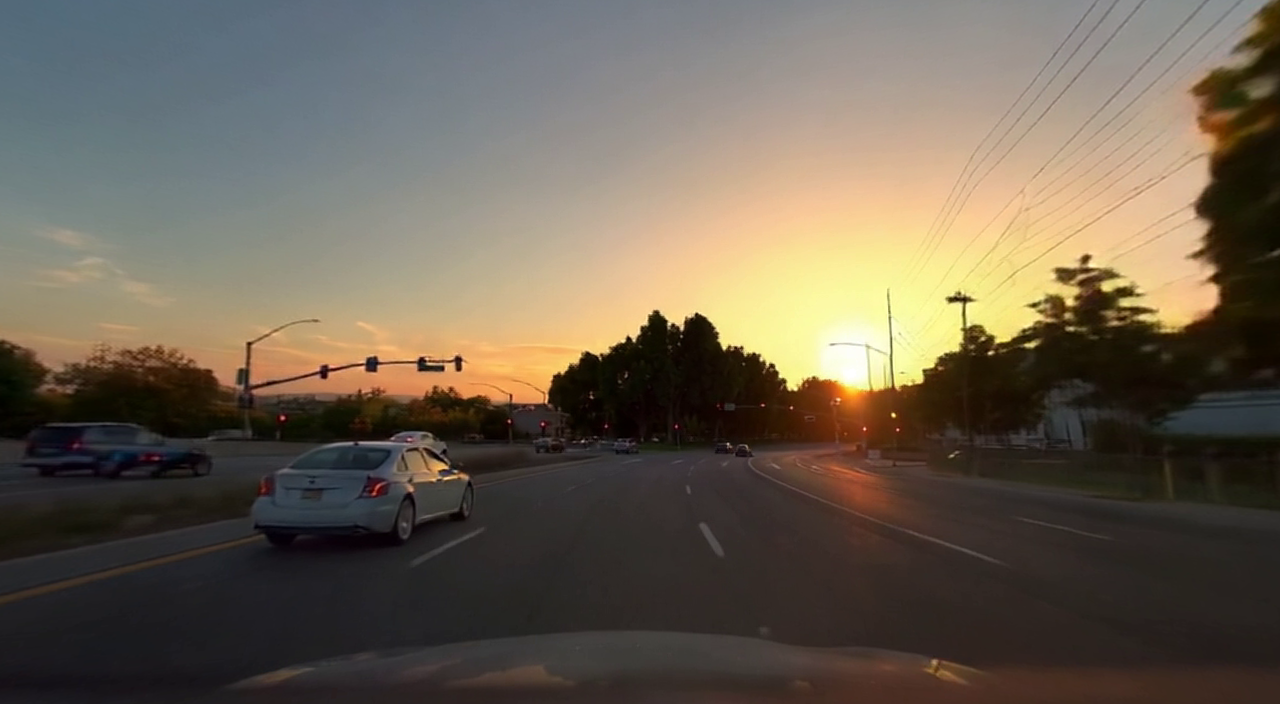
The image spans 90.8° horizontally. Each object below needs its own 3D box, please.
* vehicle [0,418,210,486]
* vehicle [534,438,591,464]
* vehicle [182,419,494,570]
[{"bbox_3d":[-13.524,2.535,16.116,1.984,1.488,4.258,0,-9,2],"label":"vehicle"},{"bbox_3d":[-4.757,6.177,39.524,2.080,1.495,5.242,-1,-9,10],"label":"vehicle"},{"bbox_3d":[-3.474,1.716,8.379,1.934,1.463,4.220,0,-9,2],"label":"vehicle"}]
